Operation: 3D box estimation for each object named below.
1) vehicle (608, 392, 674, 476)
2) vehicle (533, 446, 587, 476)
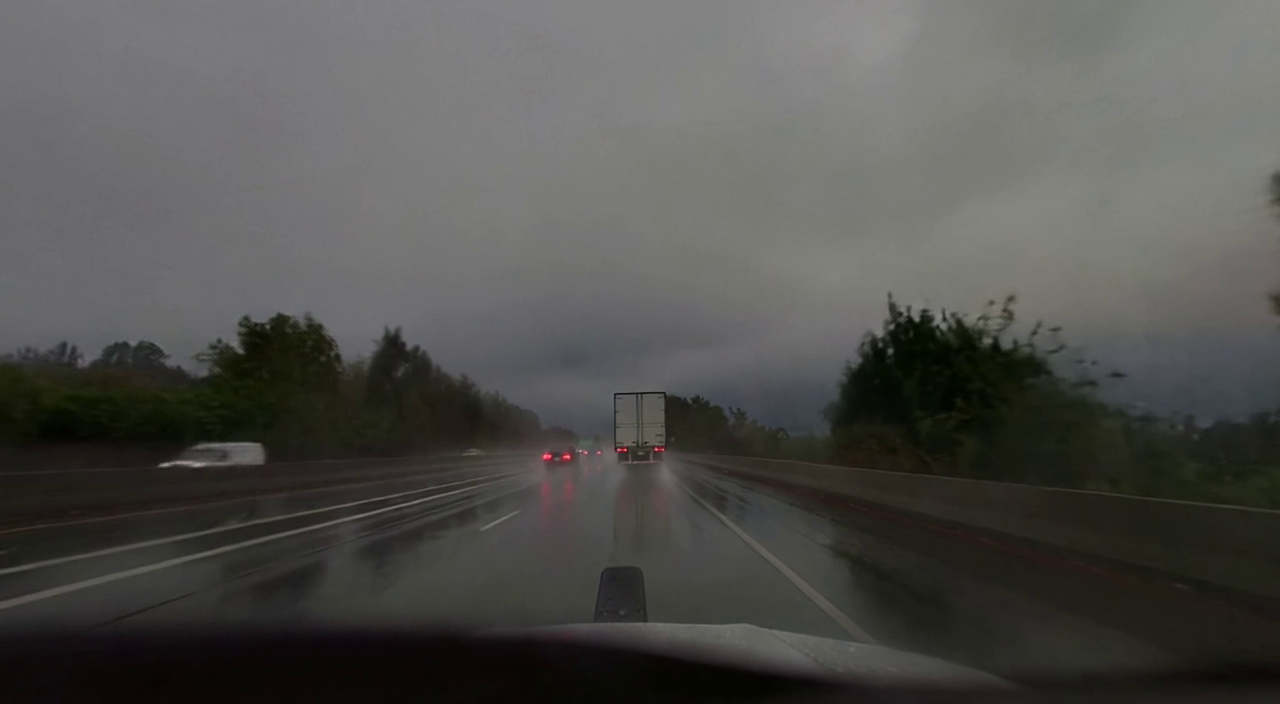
[{"bbox_3d":[-0.004,4.506,33.663,2.959,3.828,9.617,0,-9,-1],"label":"vehicle"},{"bbox_3d":[-4.160,5.777,33.597,2.206,1.478,4.824,0,-9,0],"label":"vehicle"}]
